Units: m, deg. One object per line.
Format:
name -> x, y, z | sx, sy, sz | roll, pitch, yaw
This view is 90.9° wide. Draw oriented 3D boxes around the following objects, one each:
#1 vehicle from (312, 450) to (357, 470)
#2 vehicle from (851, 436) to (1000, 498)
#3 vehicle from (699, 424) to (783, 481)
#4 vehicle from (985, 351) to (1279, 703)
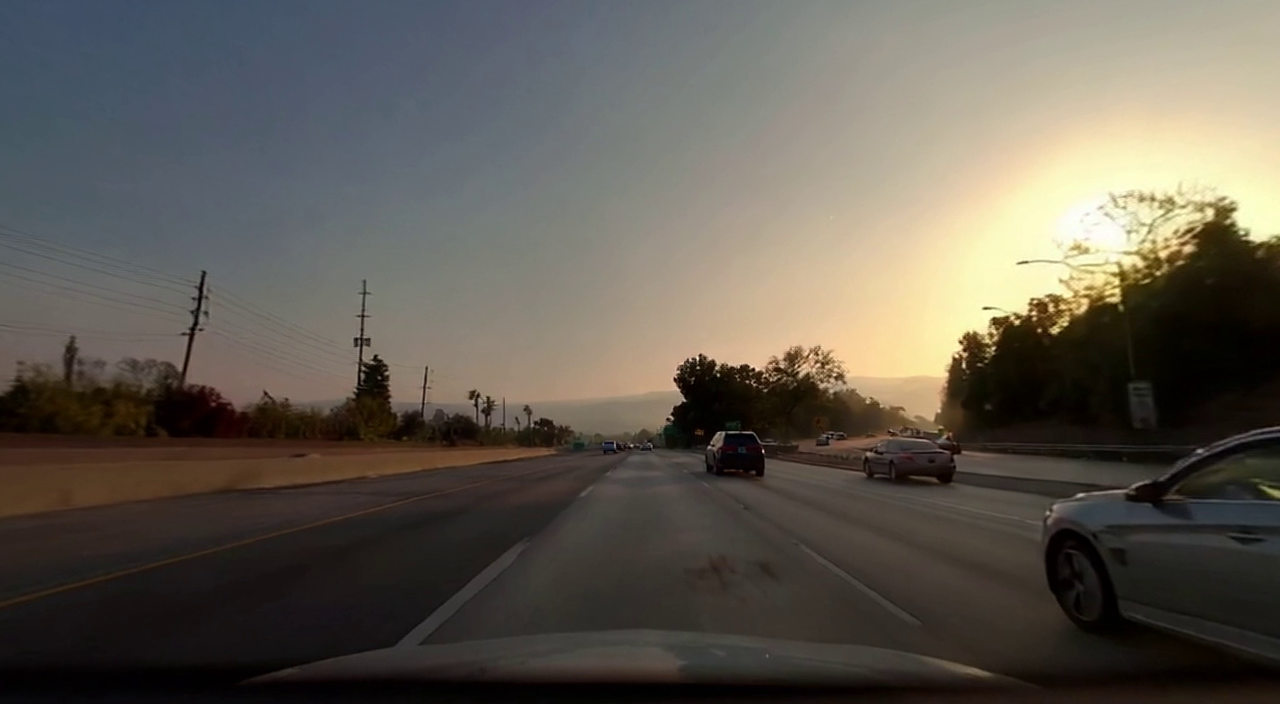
vehicle -> -22.246, 7.864, 46.082 | 1.538, 1.364, 3.395 | 0, -8, 0
vehicle -> 7.662, 3.117, 17.537 | 2.022, 1.466, 4.509 | 0, -8, 0
vehicle -> 3.887, 4.020, 25.439 | 2.442, 2.022, 5.466 | 0, -8, 0
vehicle -> 3.797, 0.820, 2.685 | 2.146, 1.639, 4.475 | -1, -8, 1
